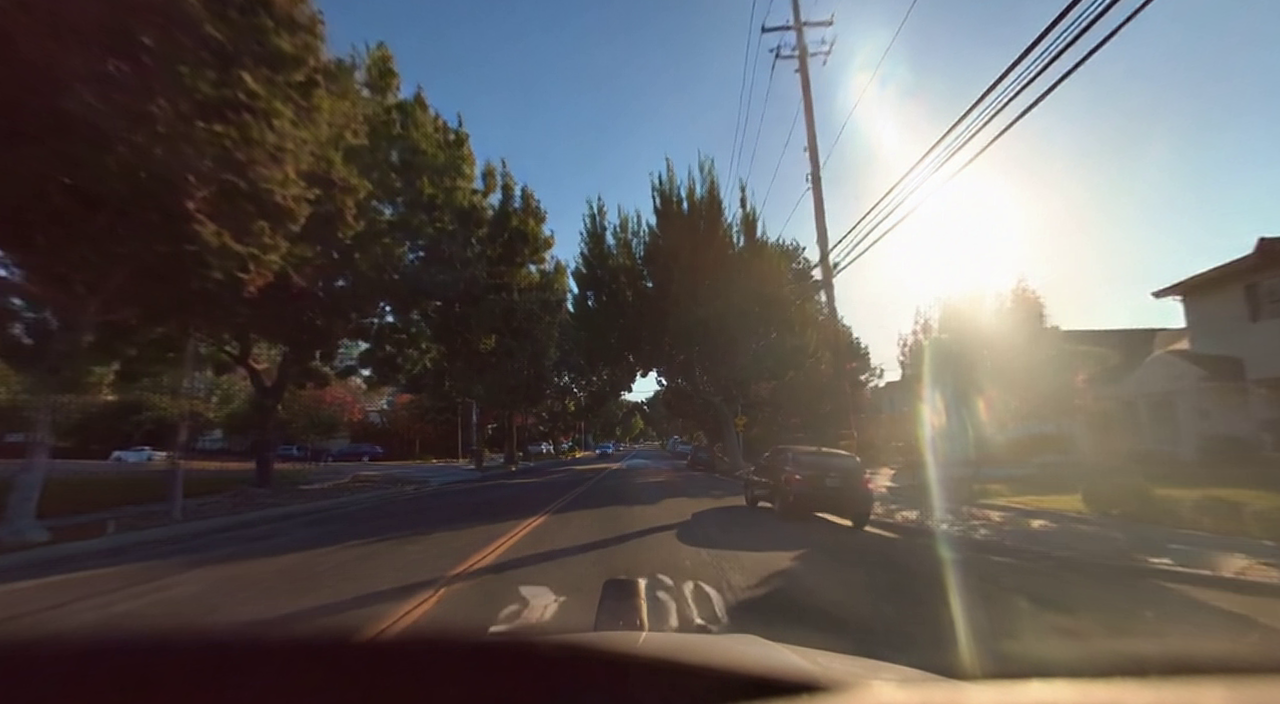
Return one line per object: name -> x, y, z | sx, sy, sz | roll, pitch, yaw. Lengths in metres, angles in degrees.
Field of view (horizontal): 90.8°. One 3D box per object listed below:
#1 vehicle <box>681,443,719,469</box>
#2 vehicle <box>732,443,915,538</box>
vehicle -> 3.641, 6.381, 39.048 | 1.915, 1.491, 4.642 | 0, -8, 0
vehicle -> 3.141, 2.454, 11.975 | 1.990, 1.435, 4.526 | 0, -8, -2
